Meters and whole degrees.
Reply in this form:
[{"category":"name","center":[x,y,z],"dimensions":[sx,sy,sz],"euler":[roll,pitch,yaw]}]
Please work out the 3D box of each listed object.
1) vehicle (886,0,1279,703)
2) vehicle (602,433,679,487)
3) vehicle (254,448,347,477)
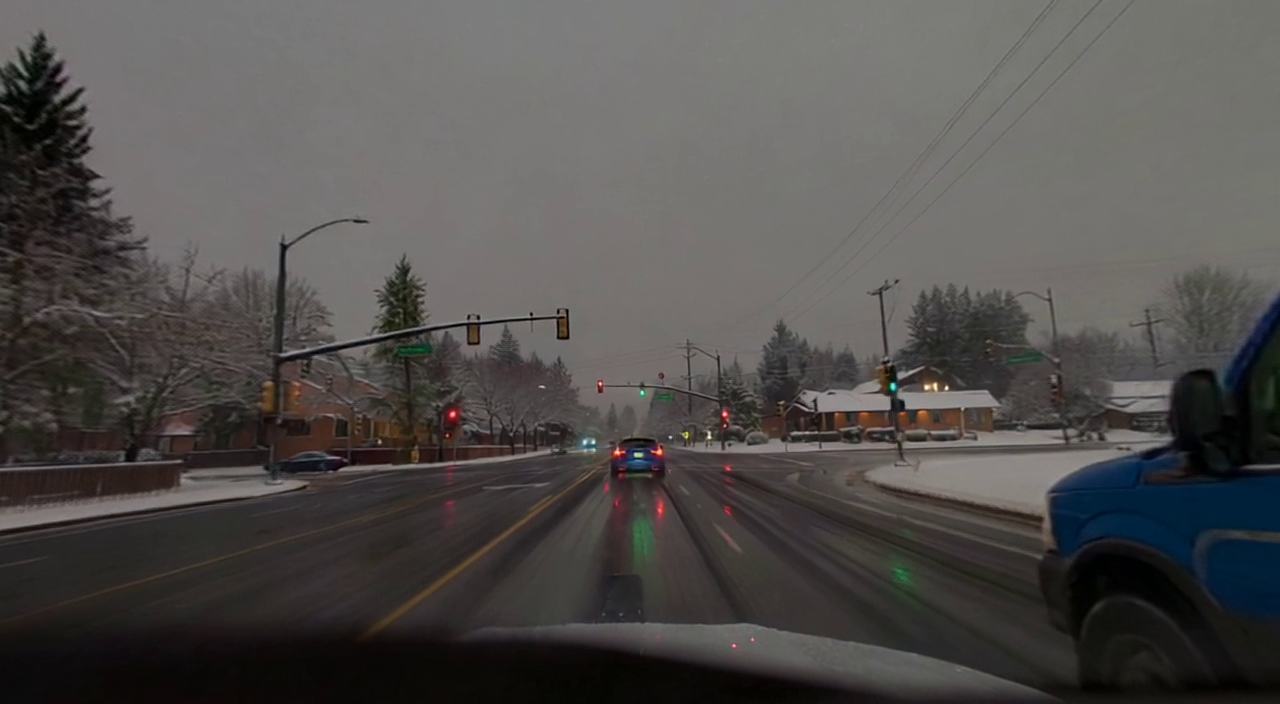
[{"category":"vehicle","center":[2.938,-0.006,0.172],"dimensions":[2.770,3.054,7.271],"euler":[0,-9,0]},{"category":"vehicle","center":[-0.004,3.275,19.339],"dimensions":[2.104,1.462,3.991],"euler":[0,-9,0]},{"category":"vehicle","center":[-20.920,6.790,39.033],"dimensions":[4.588,1.703,1.879],"euler":[0,-9,1]}]
